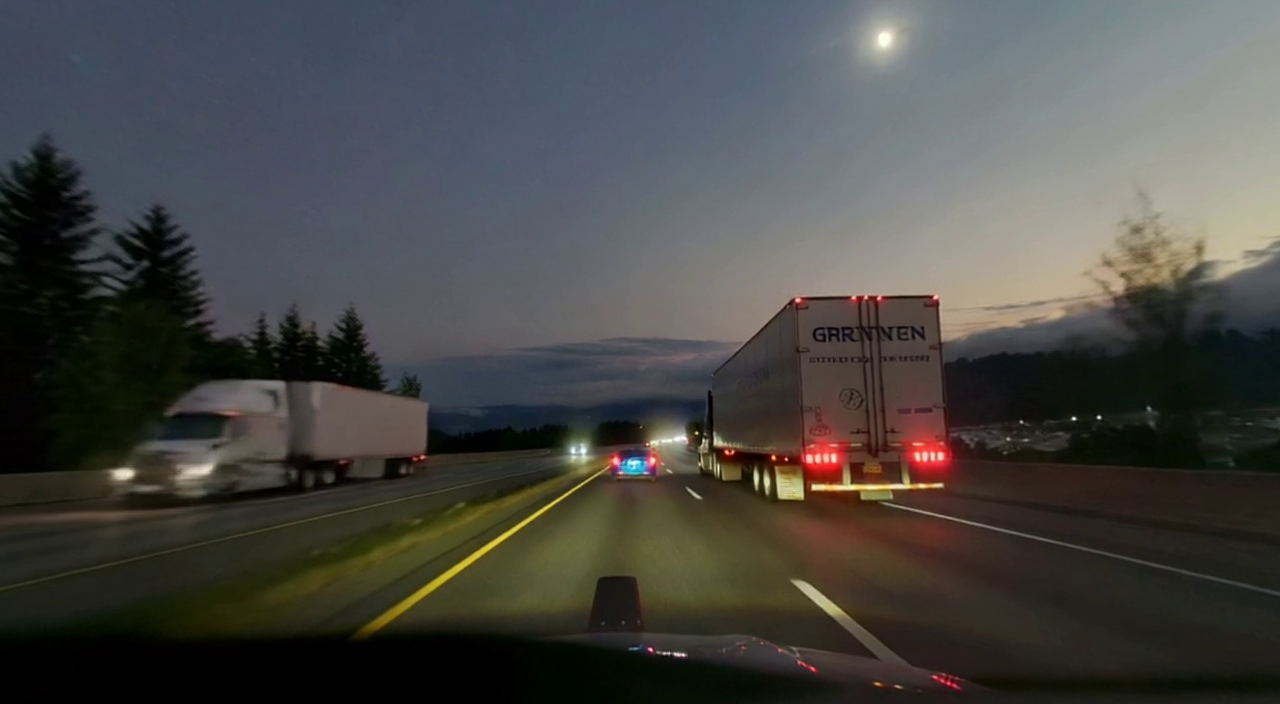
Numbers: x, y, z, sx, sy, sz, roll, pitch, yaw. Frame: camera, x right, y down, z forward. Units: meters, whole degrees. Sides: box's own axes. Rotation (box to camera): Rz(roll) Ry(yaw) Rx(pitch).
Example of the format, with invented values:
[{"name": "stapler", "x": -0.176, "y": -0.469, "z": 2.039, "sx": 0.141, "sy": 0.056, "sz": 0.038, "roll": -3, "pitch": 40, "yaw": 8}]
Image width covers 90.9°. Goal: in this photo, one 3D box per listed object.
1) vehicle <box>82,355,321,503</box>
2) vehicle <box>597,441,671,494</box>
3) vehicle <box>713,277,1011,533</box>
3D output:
[{"name": "vehicle", "x": -13.066, "y": 2.482, "z": 19.626, "sx": 3.028, "sy": 3.921, "sz": 5.723, "roll": 0, "pitch": -9, "yaw": 1}, {"name": "vehicle", "x": -0.161, "y": 3.601, "z": 19.852, "sx": 2.074, "sy": 1.475, "sz": 3.960, "roll": 0, "pitch": -9, "yaw": 0}, {"name": "vehicle", "x": 4.292, "y": 1.930, "z": 17.162, "sx": 2.909, "sy": 4.074, "sz": 14.457, "roll": 0, "pitch": -9, "yaw": 0}]
